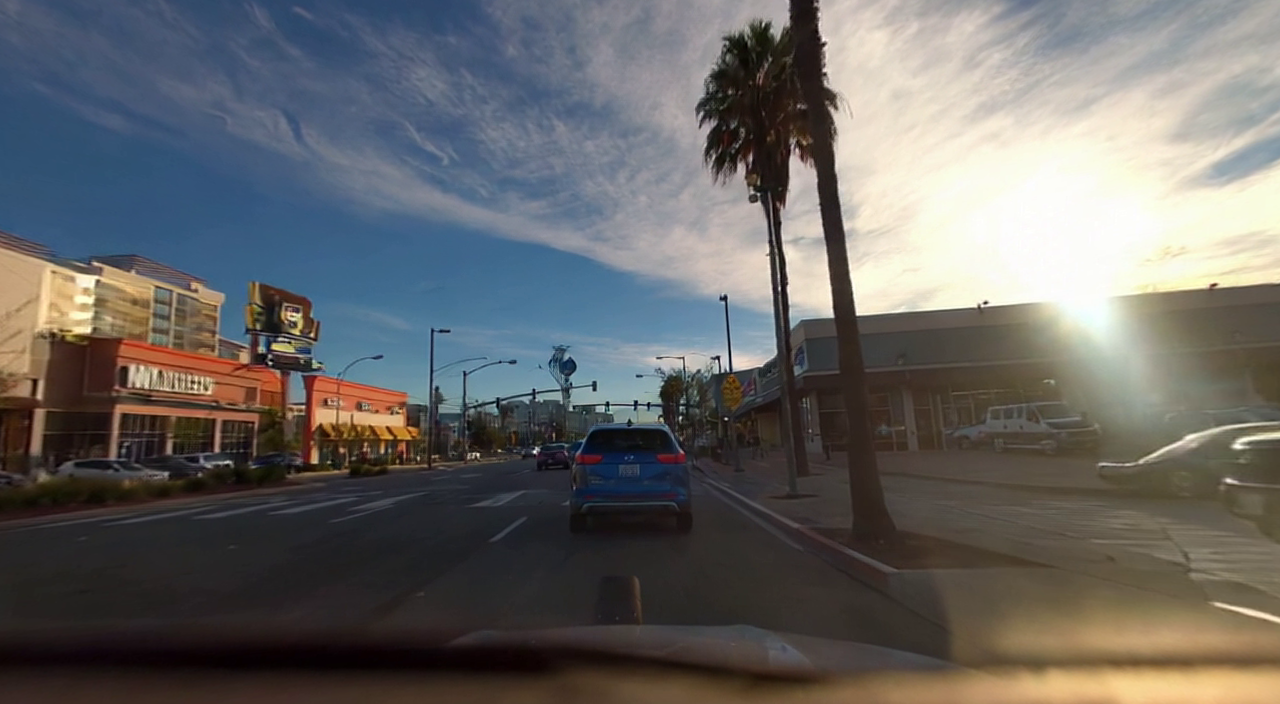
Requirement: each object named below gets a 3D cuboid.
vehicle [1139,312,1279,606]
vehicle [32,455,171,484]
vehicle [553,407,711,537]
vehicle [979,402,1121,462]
[{"bbox_3d":[6.219,0.603,3.580,4.828,1.733,2.231,0,-9,0],"label":"vehicle"},{"bbox_3d":[-28.244,6.156,33.380,5.154,1.343,1.943,4,-9,-24],"label":"vehicle"},{"bbox_3d":[-0.154,1.991,10.966,2.234,1.818,3.869,0,-8,-1],"label":"vehicle"},{"bbox_3d":[16.070,3.163,24.624,6.060,2.047,2.490,6,-11,-36],"label":"vehicle"}]
